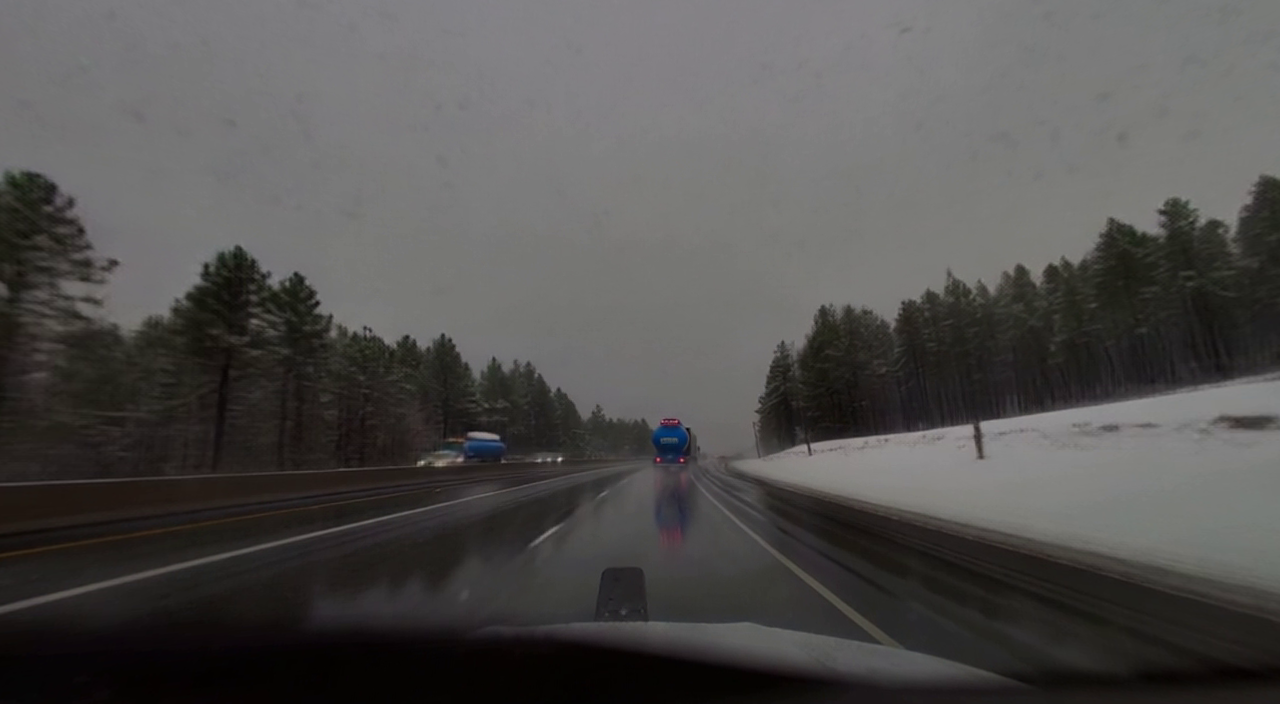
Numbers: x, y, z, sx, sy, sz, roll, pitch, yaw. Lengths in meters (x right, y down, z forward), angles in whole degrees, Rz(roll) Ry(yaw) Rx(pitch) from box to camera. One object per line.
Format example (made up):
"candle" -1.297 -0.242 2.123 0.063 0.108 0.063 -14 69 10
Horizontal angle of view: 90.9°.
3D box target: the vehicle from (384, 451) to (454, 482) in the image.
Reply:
"vehicle" -12.161 6.310 35.011 1.985 1.526 4.645 -1 -8 3
